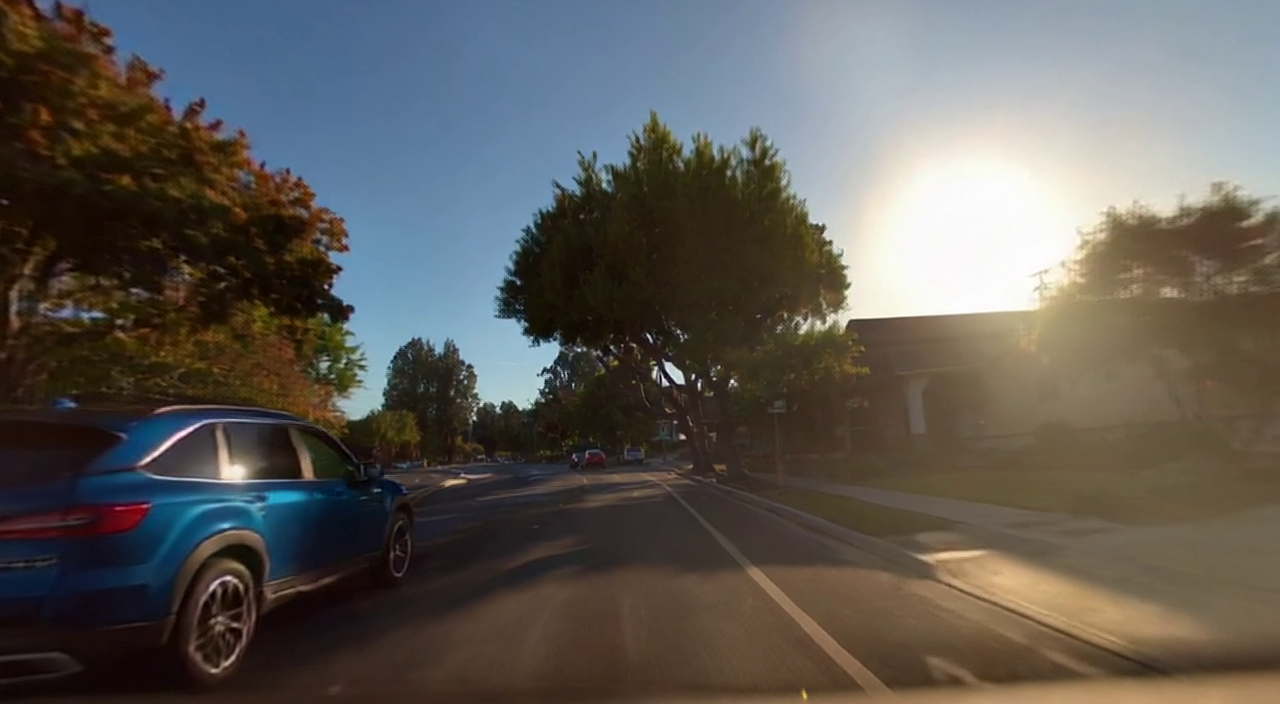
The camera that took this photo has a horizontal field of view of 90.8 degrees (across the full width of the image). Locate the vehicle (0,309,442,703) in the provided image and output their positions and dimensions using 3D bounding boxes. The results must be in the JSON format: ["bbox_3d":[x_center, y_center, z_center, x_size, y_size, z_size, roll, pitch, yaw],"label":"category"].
[{"bbox_3d":[-3.548,1.176,4.760,2.276,1.960,5.561,0,-8,0],"label":"vehicle"}]

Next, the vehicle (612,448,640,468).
[{"bbox_3d":[-1.086,7.920,47.380,2.016,1.470,3.784,0,-8,-2],"label":"vehicle"}]
